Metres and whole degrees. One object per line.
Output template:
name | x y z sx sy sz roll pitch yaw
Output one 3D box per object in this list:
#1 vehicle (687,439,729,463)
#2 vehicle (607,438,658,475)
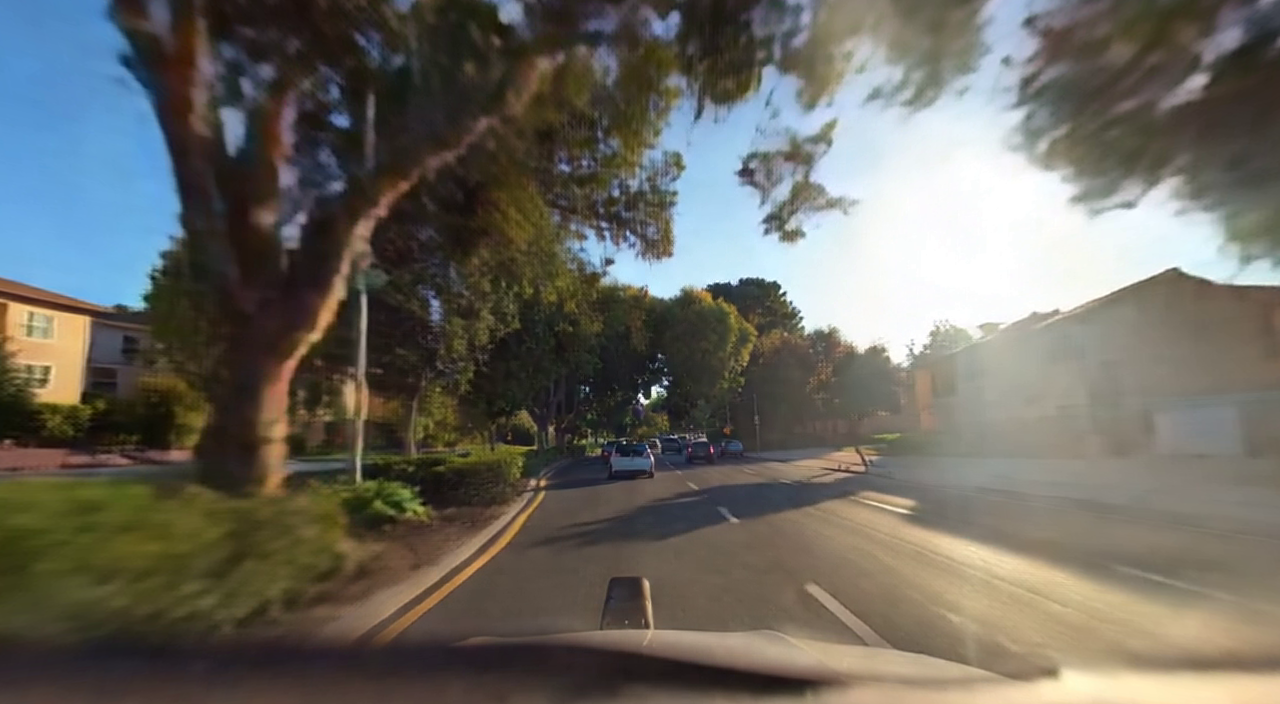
vehicle | 4.451 6.570 41.872 2.067 1.514 4.188 0 -8 -3
vehicle | -0.318 4.588 27.930 2.102 1.481 3.907 0 -8 0
